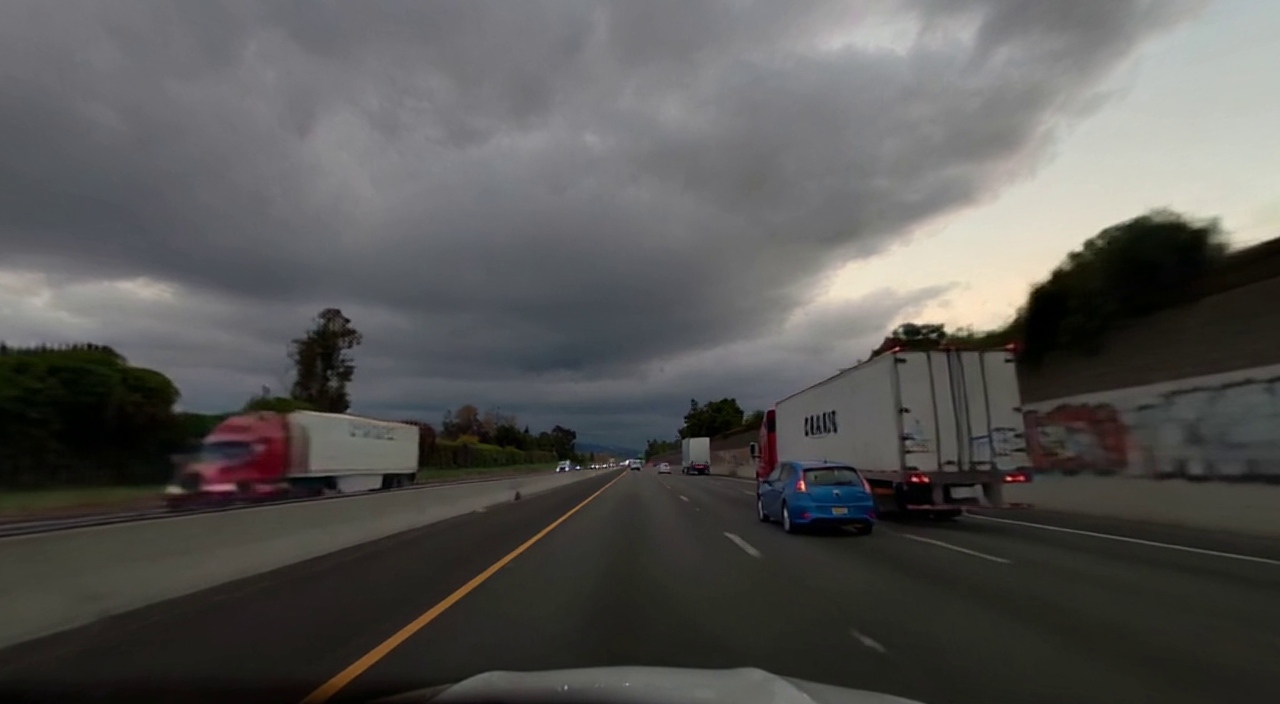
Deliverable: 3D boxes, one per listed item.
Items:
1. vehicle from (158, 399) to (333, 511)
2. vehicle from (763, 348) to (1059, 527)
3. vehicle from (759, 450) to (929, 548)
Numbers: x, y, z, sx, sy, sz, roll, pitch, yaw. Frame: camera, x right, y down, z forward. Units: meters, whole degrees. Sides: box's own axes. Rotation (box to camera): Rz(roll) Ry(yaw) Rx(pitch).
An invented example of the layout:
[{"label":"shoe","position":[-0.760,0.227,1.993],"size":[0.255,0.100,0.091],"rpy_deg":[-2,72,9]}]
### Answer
[{"label":"vehicle","position":[-16.144,4.358,26.489],"size":[3.150,4.073,5.938],"rpy_deg":[1,-10,0]},{"label":"vehicle","position":[7.762,3.412,22.734],"size":[3.298,4.017,16.824],"rpy_deg":[1,-10,0]},{"label":"vehicle","position":[3.710,2.776,12.218],"size":[2.011,1.574,3.512],"rpy_deg":[0,-11,-1]}]
